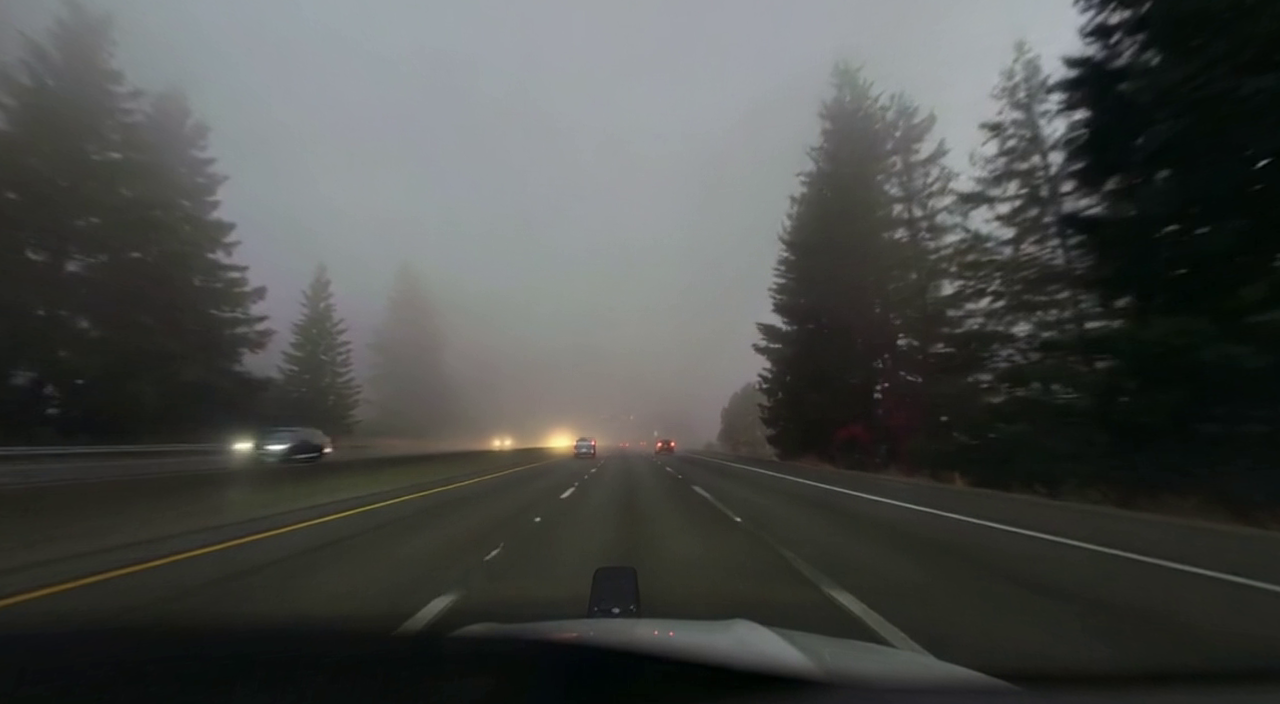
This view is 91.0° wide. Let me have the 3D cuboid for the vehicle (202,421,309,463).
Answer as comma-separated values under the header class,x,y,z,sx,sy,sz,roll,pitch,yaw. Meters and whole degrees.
class,x,y,z,sx,sy,sz,roll,pitch,yaw
vehicle,-16.320,3.859,27.016,1.942,1.633,4.364,0,-8,-2
